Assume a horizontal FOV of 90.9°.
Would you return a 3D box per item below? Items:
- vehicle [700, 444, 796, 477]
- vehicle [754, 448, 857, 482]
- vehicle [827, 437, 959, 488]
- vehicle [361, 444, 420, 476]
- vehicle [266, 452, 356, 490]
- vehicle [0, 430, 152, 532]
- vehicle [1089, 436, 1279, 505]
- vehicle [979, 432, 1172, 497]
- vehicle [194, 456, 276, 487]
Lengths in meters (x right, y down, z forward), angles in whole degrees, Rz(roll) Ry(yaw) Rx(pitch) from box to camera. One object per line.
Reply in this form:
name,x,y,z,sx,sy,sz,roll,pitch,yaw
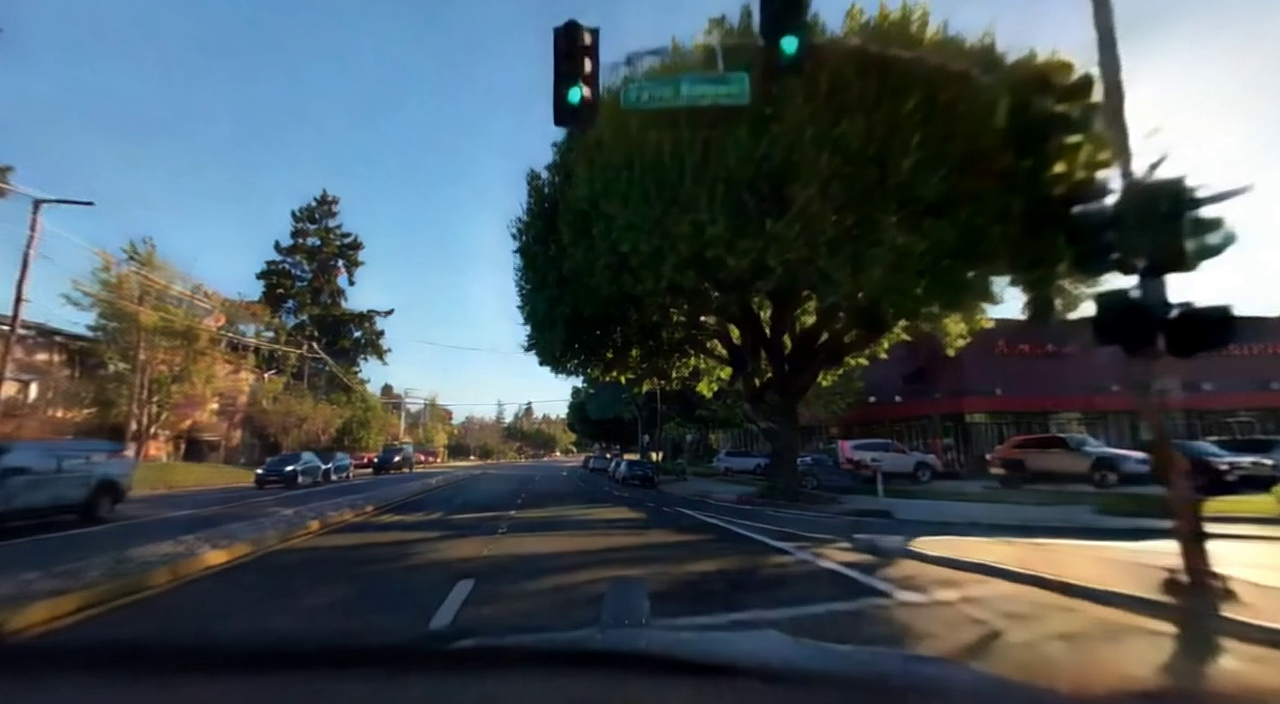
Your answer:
vehicle,6.002,6.018,35.165,4.843,1.748,1.985,1,-9,-11
vehicle,7.614,5.176,29.118,4.257,1.474,1.751,2,-9,-14
vehicle,9.619,4.136,23.936,4.669,1.770,1.896,4,-10,-25
vehicle,-16.738,7.216,42.648,2.228,1.976,5.857,1,-9,-7
vehicle,-14.305,5.159,27.716,1.951,1.436,4.624,1,-9,-7
vehicle,-12.751,2.540,12.742,2.049,1.817,5.292,1,-9,-8
vehicle,14.899,3.108,16.861,4.375,1.685,2.045,1,-9,-9
vehicle,13.620,3.464,19.759,5.314,1.829,2.018,3,-9,-18
vehicle,-22.406,6.598,35.096,2.019,1.471,4.600,1,-9,-8
